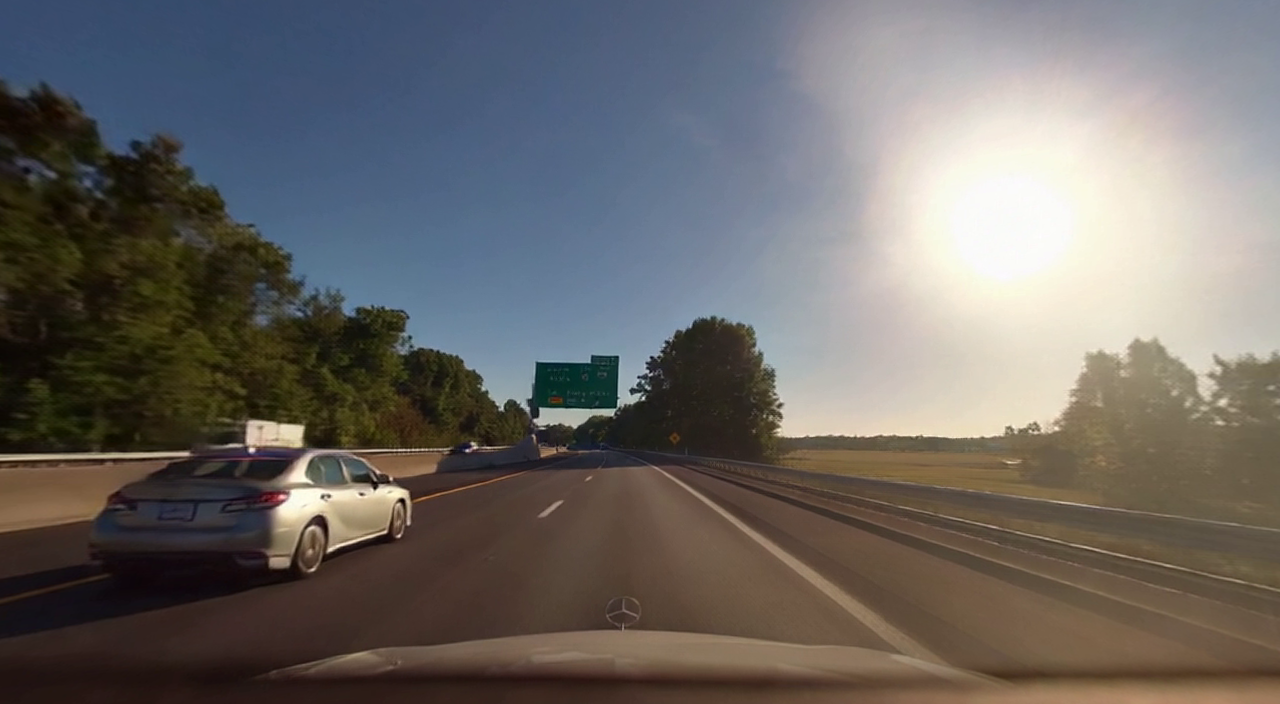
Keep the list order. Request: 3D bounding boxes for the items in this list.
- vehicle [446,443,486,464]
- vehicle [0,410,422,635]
[{"bbox_3d":[-12.679,7.406,46.167,1.872,1.463,3.978,0,-9,-1],"label":"vehicle"},{"bbox_3d":[-3.901,1.478,6.352,1.990,1.532,3.911,0,-9,0],"label":"vehicle"}]
